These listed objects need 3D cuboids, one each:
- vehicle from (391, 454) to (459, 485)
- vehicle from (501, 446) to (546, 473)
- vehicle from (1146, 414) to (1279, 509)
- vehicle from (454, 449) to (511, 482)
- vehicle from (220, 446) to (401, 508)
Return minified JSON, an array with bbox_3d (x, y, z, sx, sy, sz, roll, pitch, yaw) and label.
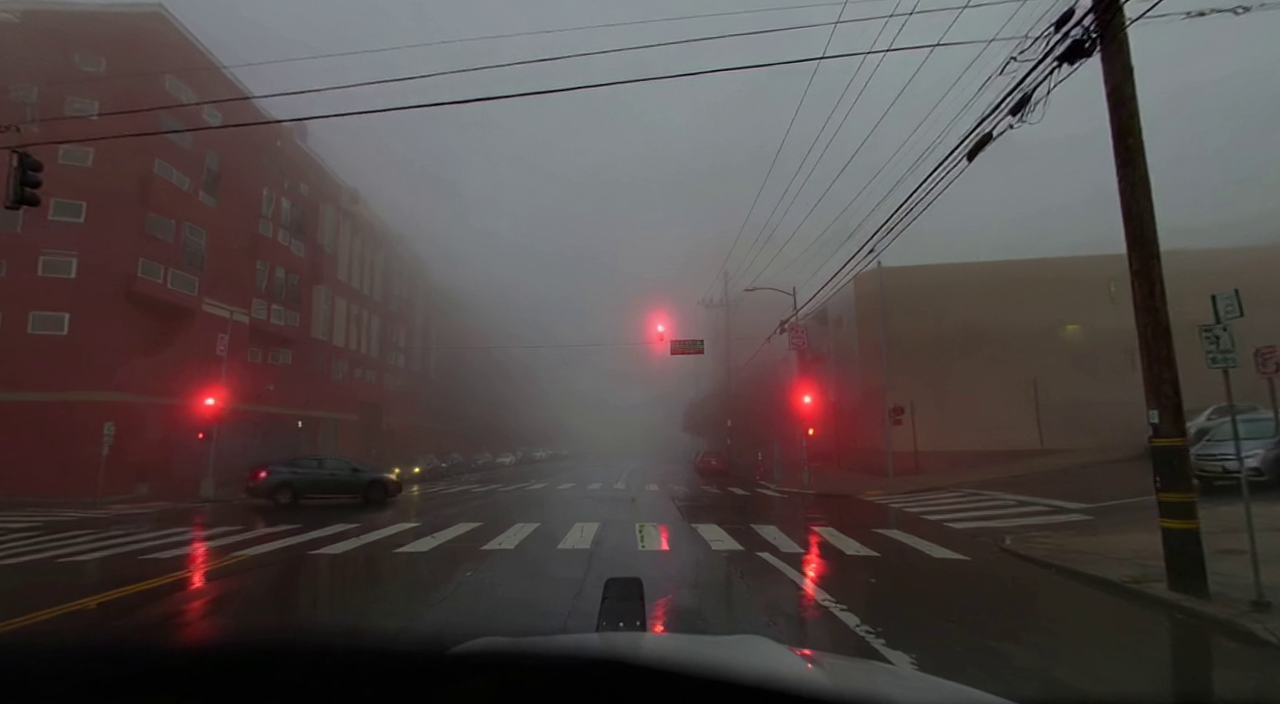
[{"bbox_3d":[-12.045,6.597,35.622,1.943,1.574,4.727,0,-9,3],"label":"vehicle"},{"bbox_3d":[-8.263,7.653,45.075,2.096,1.830,4.752,0,-9,2],"label":"vehicle"},{"bbox_3d":[12.760,2.200,12.816,3.234,1.746,1.941,1,-8,-4],"label":"vehicle"},{"bbox_3d":[-8.726,6.314,35.244,2.020,1.672,3.842,0,-9,3],"label":"vehicle"},{"bbox_3d":[-9.853,3.705,19.089,4.525,1.650,2.120,5,-10,-28],"label":"vehicle"}]
